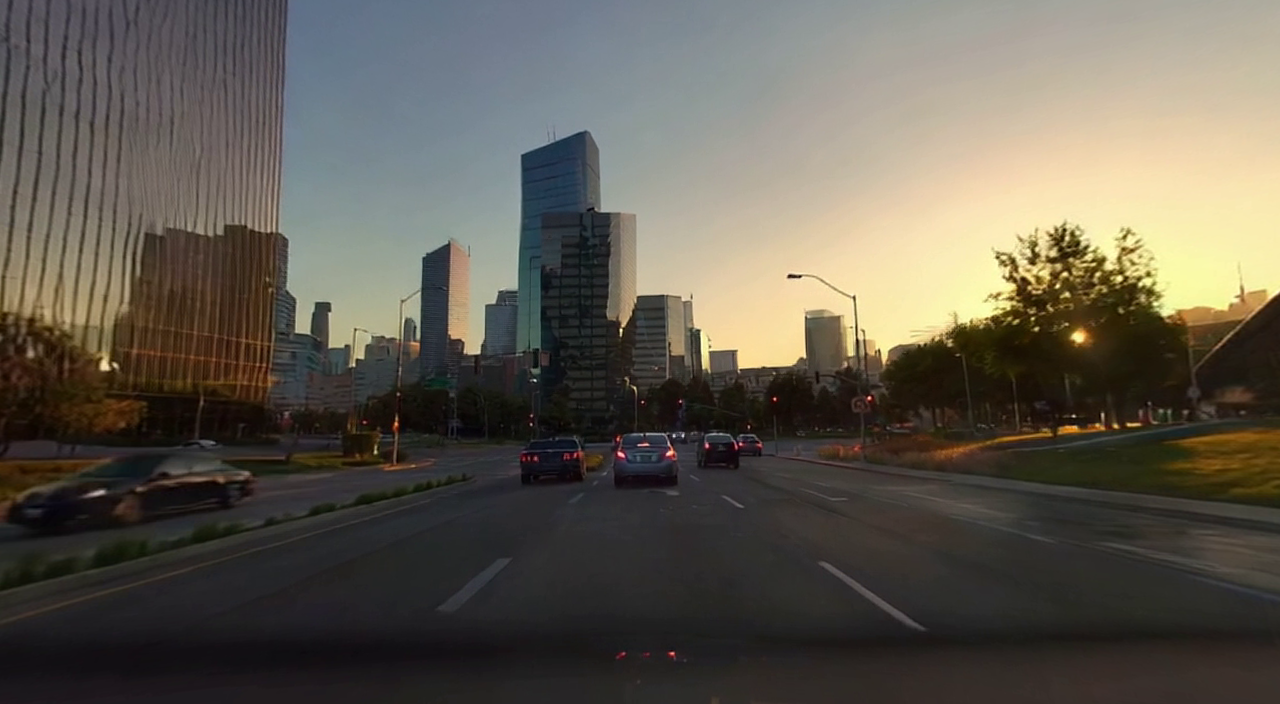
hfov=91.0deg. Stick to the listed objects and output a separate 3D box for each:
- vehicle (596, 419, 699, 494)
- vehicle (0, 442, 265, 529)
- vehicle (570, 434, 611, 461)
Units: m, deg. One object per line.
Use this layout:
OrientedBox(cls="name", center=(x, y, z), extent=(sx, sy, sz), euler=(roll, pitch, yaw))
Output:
OrientedBox(cls="vehicle", center=(0.202, 2.973, 18.180), extent=(2.601, 1.878, 4.535), euler=(0, -9, 0))
OrientedBox(cls="vehicle", center=(-10.636, 2.763, 13.697), extent=(1.967, 1.552, 4.536), euler=(0, -9, 3))
OrientedBox(cls="vehicle", center=(-3.031, 5.981, 39.476), extent=(2.103, 1.569, 3.861), euler=(0, -9, 2))
